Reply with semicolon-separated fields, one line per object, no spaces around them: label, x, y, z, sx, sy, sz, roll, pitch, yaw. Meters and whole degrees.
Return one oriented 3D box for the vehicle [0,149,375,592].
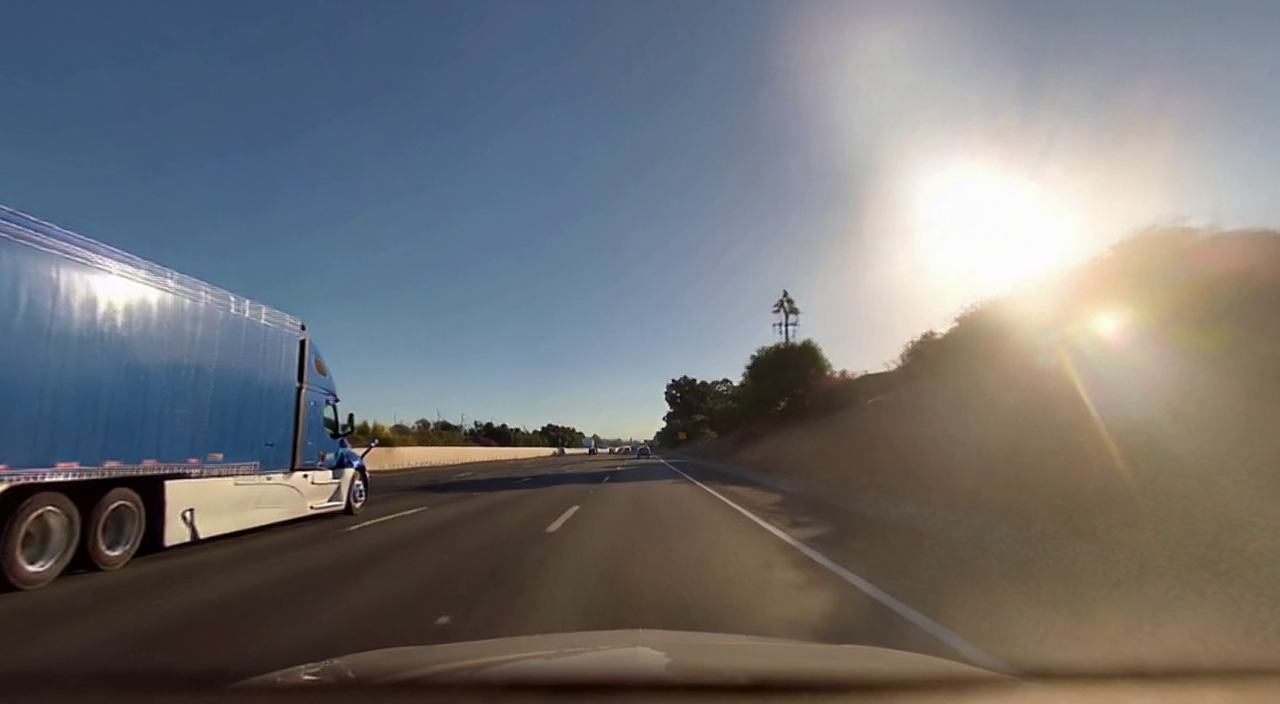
vehicle;-7.181;0.614;8.665;2.996;3.947;8.600;0;-9;2
